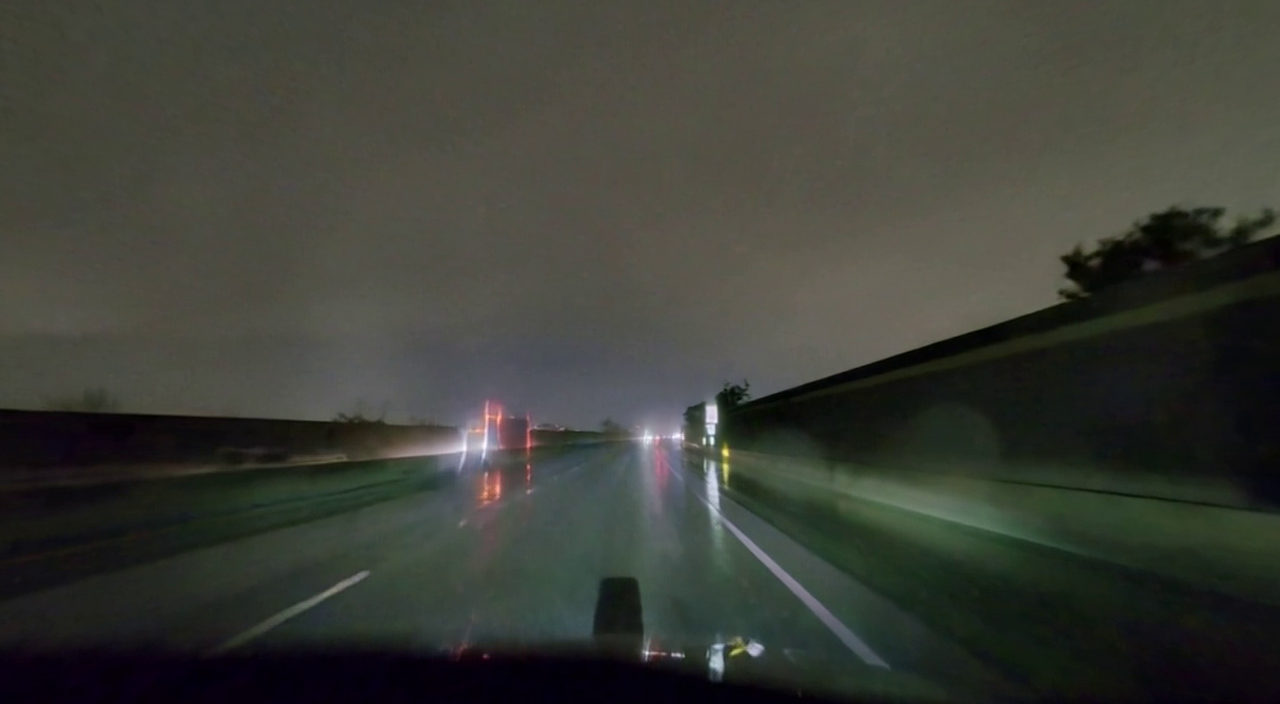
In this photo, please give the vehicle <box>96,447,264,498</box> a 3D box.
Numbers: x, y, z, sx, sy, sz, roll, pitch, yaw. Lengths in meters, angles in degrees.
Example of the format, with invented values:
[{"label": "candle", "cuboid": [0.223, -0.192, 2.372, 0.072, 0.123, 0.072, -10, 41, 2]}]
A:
[{"label": "vehicle", "cuboid": [-15.131, 3.946, 21.156, 2.001, 1.466, 4.916, 0, -8, -1]}]
